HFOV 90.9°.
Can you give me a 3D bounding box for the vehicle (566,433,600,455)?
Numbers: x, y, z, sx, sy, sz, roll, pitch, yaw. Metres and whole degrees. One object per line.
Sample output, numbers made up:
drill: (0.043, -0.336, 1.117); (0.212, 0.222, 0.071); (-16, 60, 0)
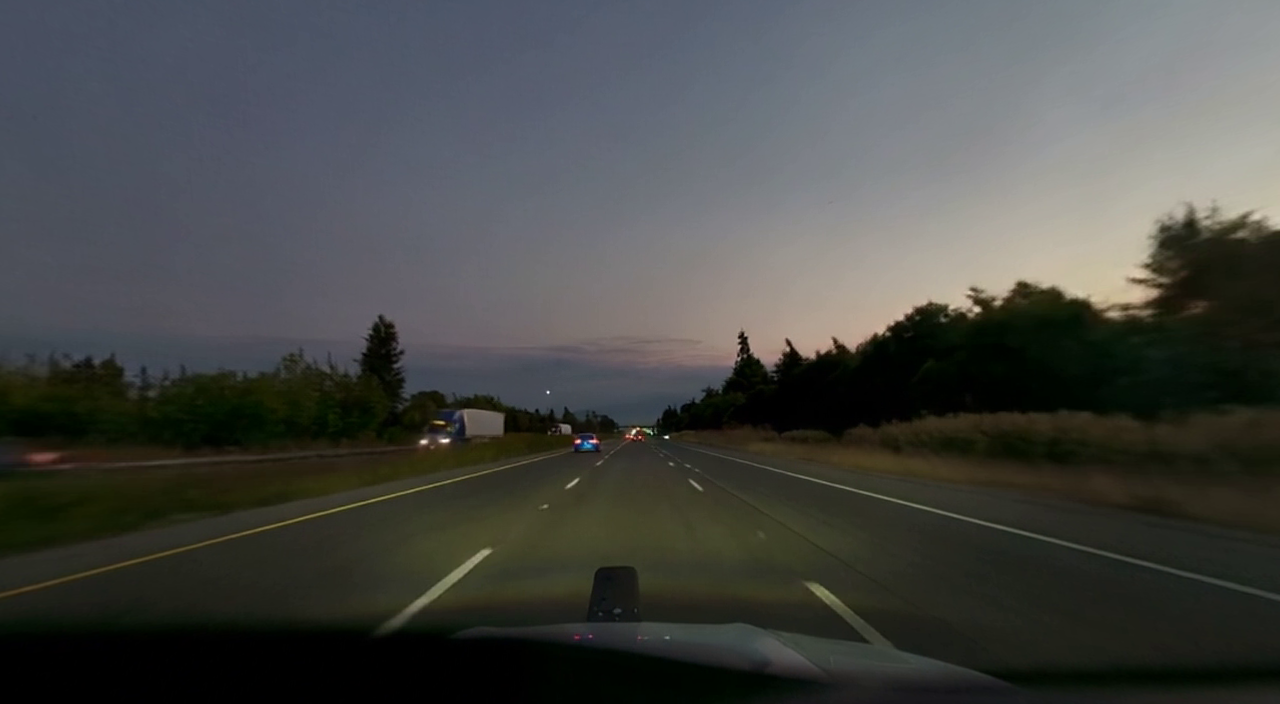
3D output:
vehicle: (-3.856, 6.308, 43.293); (2.085, 1.479, 3.846); (0, -8, -1)
